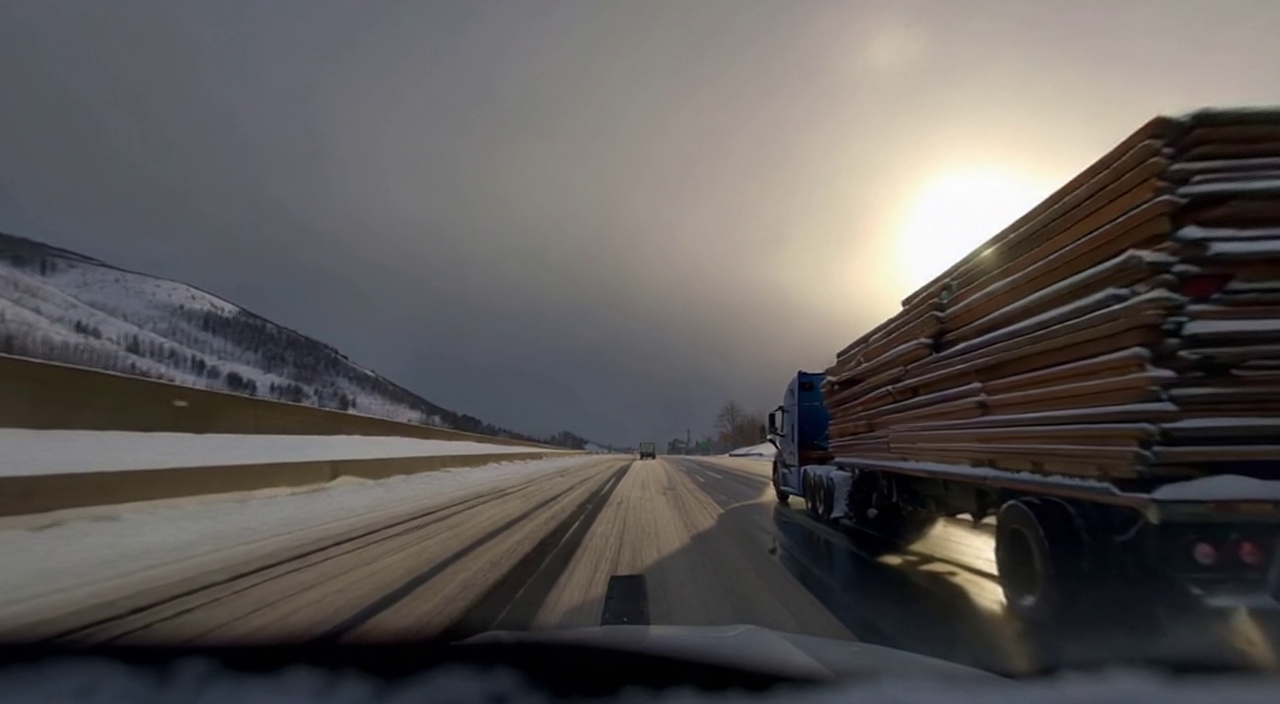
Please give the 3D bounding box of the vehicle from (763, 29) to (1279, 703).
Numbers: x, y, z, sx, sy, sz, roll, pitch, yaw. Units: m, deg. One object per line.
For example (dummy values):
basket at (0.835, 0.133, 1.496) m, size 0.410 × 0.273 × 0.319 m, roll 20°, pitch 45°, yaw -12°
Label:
vehicle at (4.170, 1.029, 7.527) m, size 3.326 × 3.089 × 10.642 m, roll 0°, pitch -9°, yaw 0°
